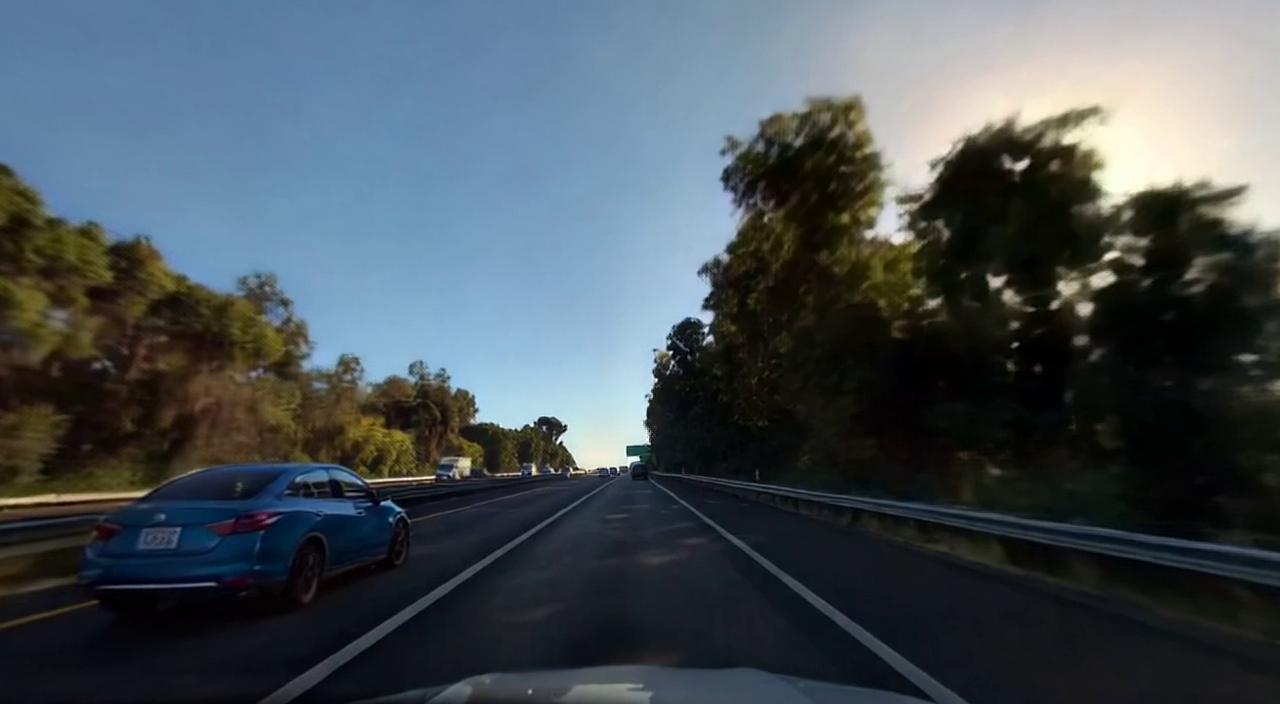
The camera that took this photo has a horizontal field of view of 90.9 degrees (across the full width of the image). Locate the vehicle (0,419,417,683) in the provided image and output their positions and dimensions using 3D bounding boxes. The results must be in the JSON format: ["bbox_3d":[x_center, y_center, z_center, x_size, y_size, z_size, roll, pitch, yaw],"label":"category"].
[{"bbox_3d":[-3.821,1.542,5.809,2.017,1.516,4.041,1,-11,0],"label":"vehicle"}]
